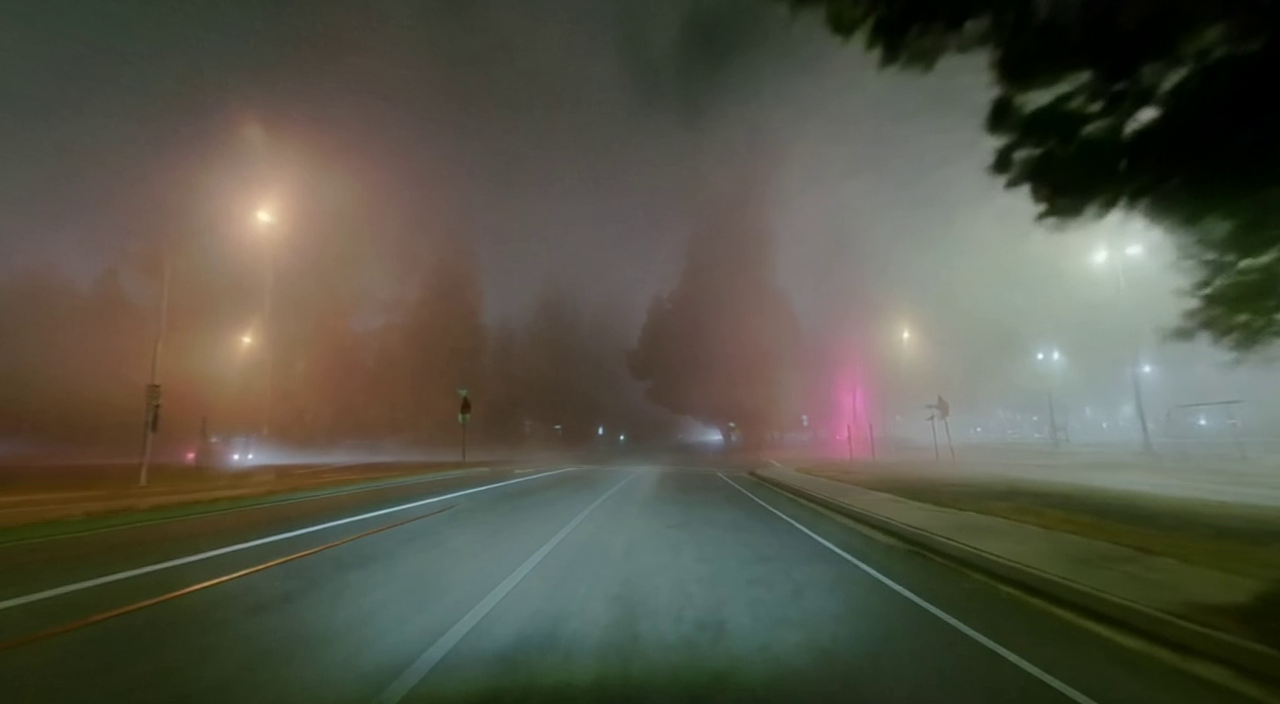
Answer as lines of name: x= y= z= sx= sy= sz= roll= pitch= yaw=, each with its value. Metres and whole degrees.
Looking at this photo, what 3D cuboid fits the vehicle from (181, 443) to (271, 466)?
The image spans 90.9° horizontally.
vehicle: x=-28.079 y=6.943 z=42.855 sx=4.935 sy=1.476 sz=2.141 roll=-2 pitch=-8 yaw=12
